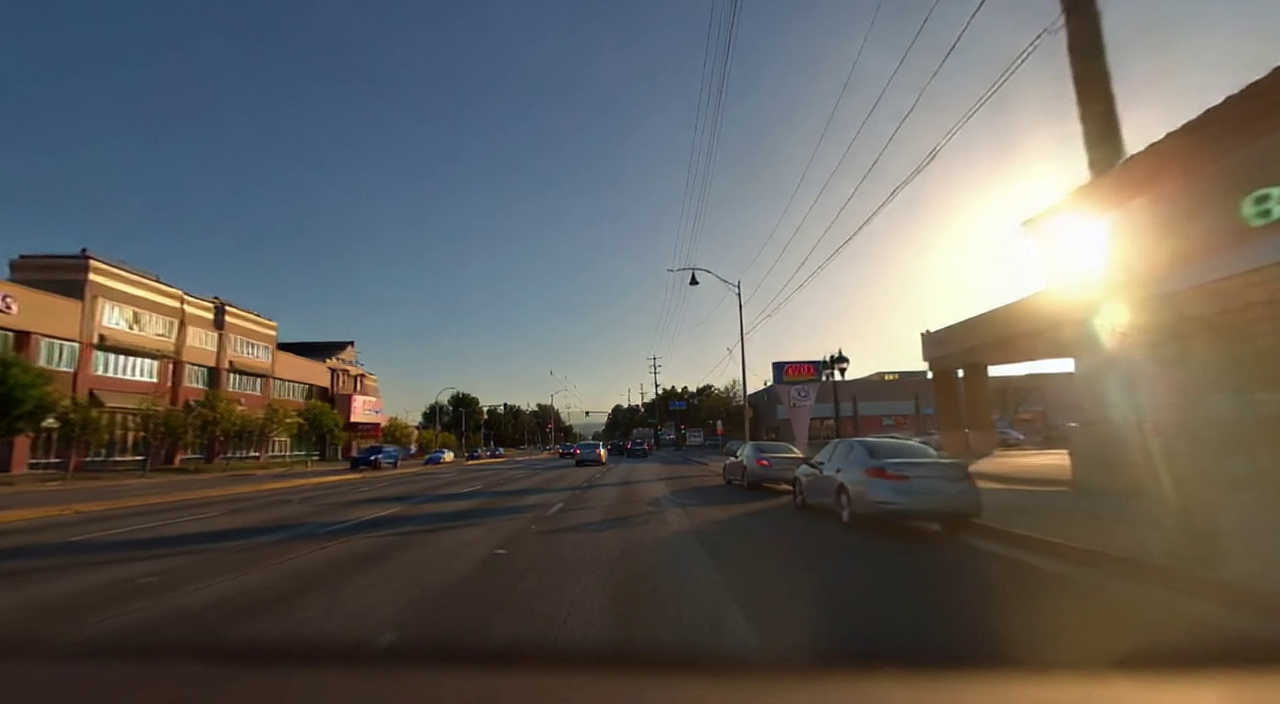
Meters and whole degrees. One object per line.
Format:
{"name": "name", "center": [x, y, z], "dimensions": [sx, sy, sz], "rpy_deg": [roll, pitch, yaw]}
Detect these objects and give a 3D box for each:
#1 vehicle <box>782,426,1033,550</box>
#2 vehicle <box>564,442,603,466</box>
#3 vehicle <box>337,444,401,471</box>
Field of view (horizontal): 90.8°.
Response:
{"name": "vehicle", "center": [3.843, 2.043, 10.254], "dimensions": [1.922, 1.507, 4.824], "rpy_deg": [0, -9, -1]}
{"name": "vehicle", "center": [-3.755, 6.902, 42.906], "dimensions": [2.179, 1.490, 4.742], "rpy_deg": [0, -9, 0]}
{"name": "vehicle", "center": [-17.852, 6.962, 41.886], "dimensions": [2.102, 1.679, 4.690], "rpy_deg": [0, -9, 1]}
